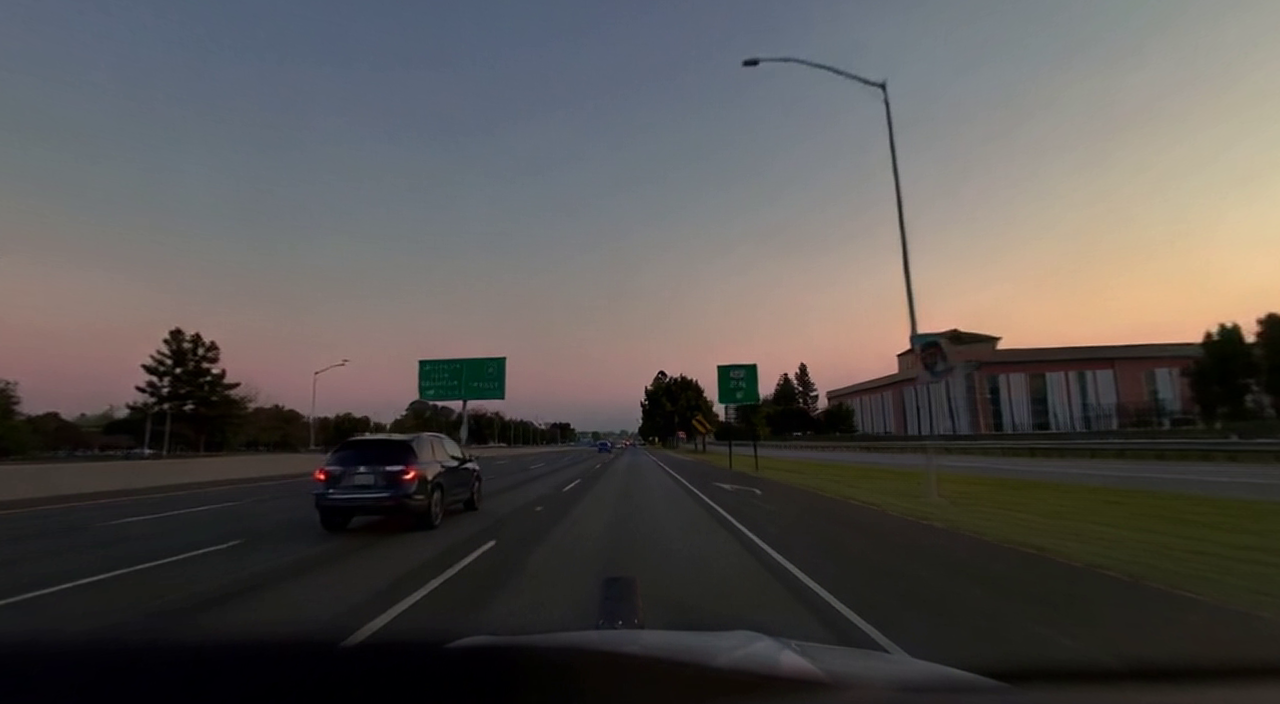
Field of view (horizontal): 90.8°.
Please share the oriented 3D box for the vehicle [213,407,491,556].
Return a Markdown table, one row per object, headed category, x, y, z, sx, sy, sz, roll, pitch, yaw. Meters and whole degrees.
| category | x | y | z | sx | sy | sz | roll | pitch | yaw |
| --- | --- | --- | --- | --- | --- | --- | --- | --- | --- |
| vehicle | -4.006 | 1.884 | 9.961 | 2.150 | 1.761 | 4.697 | 0 | -8 | 0 |
